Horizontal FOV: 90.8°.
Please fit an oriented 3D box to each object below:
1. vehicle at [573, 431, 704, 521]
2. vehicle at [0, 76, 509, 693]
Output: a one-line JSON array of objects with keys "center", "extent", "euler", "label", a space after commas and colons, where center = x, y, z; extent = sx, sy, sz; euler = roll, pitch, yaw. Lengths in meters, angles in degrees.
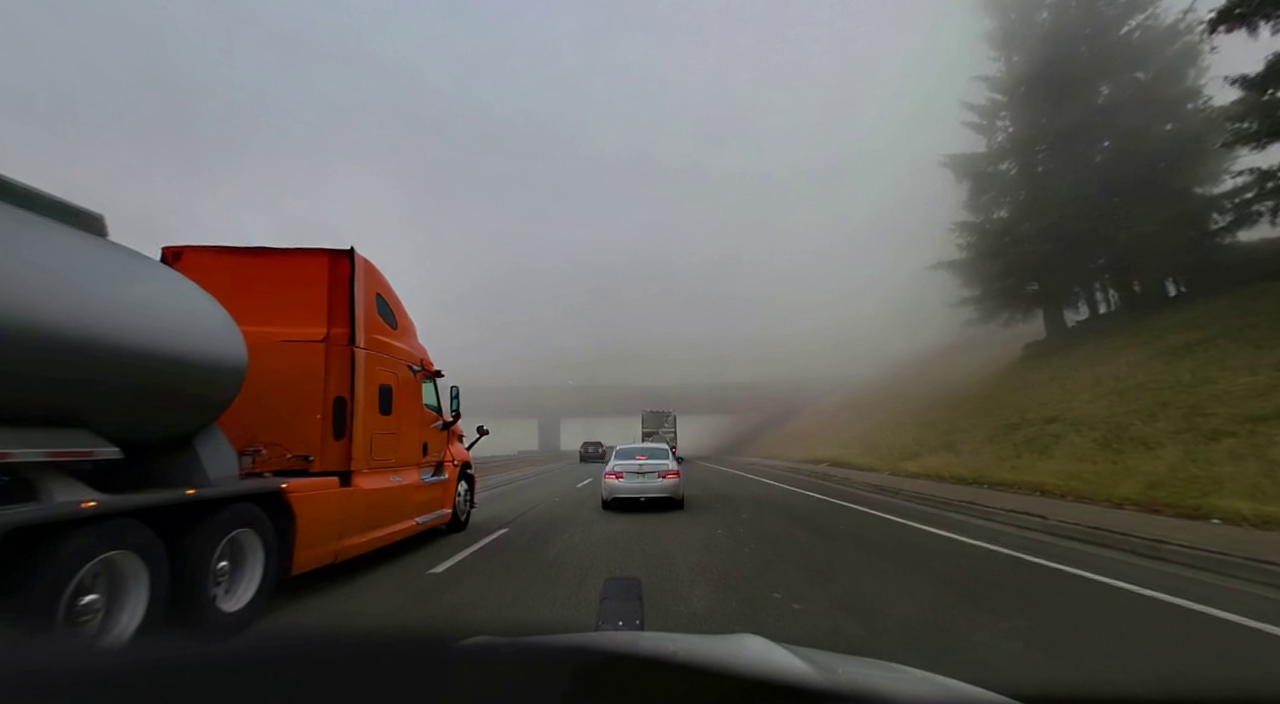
[{"center": [-0.035, 2.421, 12.842], "extent": [2.215, 1.481, 4.246], "euler": [0, -9, 0], "label": "vehicle"}, {"center": [-4.093, 0.687, 7.752], "extent": [3.019, 3.584, 8.205], "euler": [-1, -9, 1], "label": "vehicle"}]
